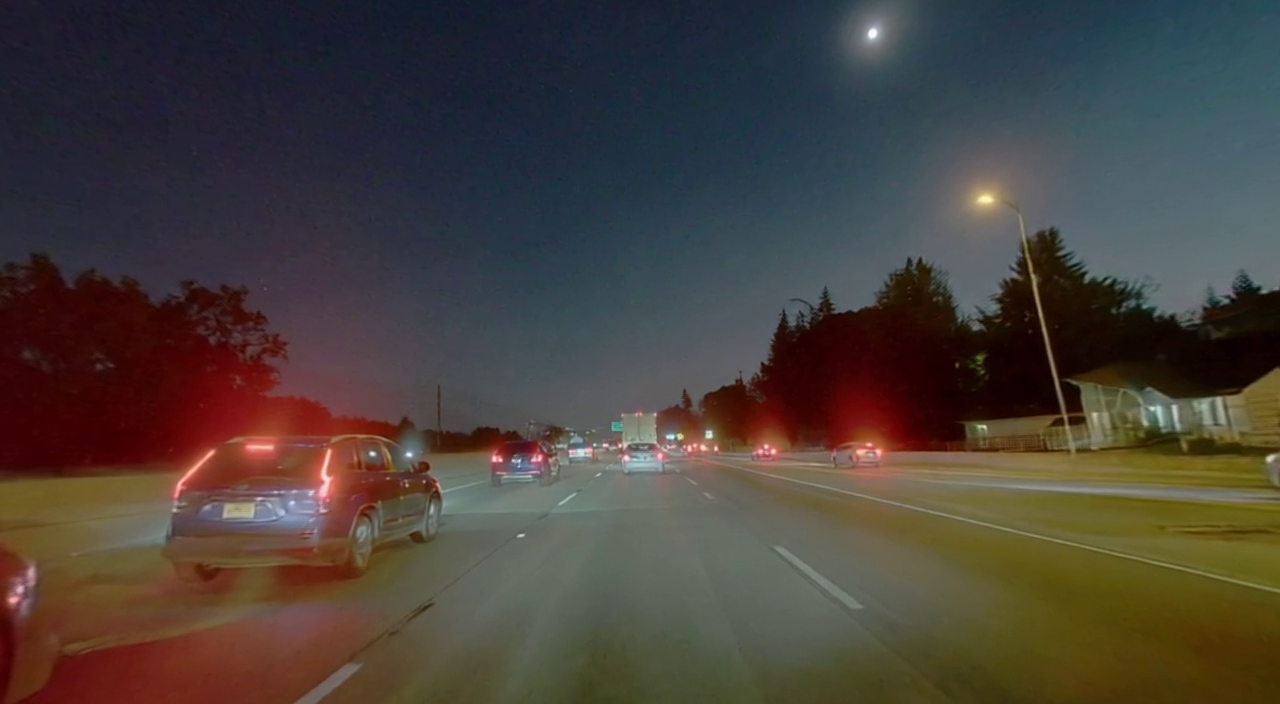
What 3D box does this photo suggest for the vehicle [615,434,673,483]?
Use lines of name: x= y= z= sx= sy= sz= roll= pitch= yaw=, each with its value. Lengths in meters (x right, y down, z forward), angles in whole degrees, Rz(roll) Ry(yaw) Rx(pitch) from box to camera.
vehicle: x=0.114 y=4.133 z=24.746 sx=2.063 sy=1.703 sz=4.203 roll=0 pitch=-9 yaw=-1

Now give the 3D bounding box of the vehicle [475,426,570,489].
vehicle: x=-4.018 y=3.743 z=22.702 sx=2.301 sy=1.944 sz=5.482 roll=0 pitch=-9 yaw=0

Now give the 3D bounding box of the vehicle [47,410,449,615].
vehicle: x=-3.837 y=1.626 z=7.259 sx=1.988 sy=1.668 sz=4.021 roll=0 pitch=-9 yaw=0

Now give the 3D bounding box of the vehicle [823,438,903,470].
vehicle: x=11.088 y=5.108 z=31.810 sx=1.905 sy=1.490 sz=4.826 roll=1 pitch=-9 yaw=-5
